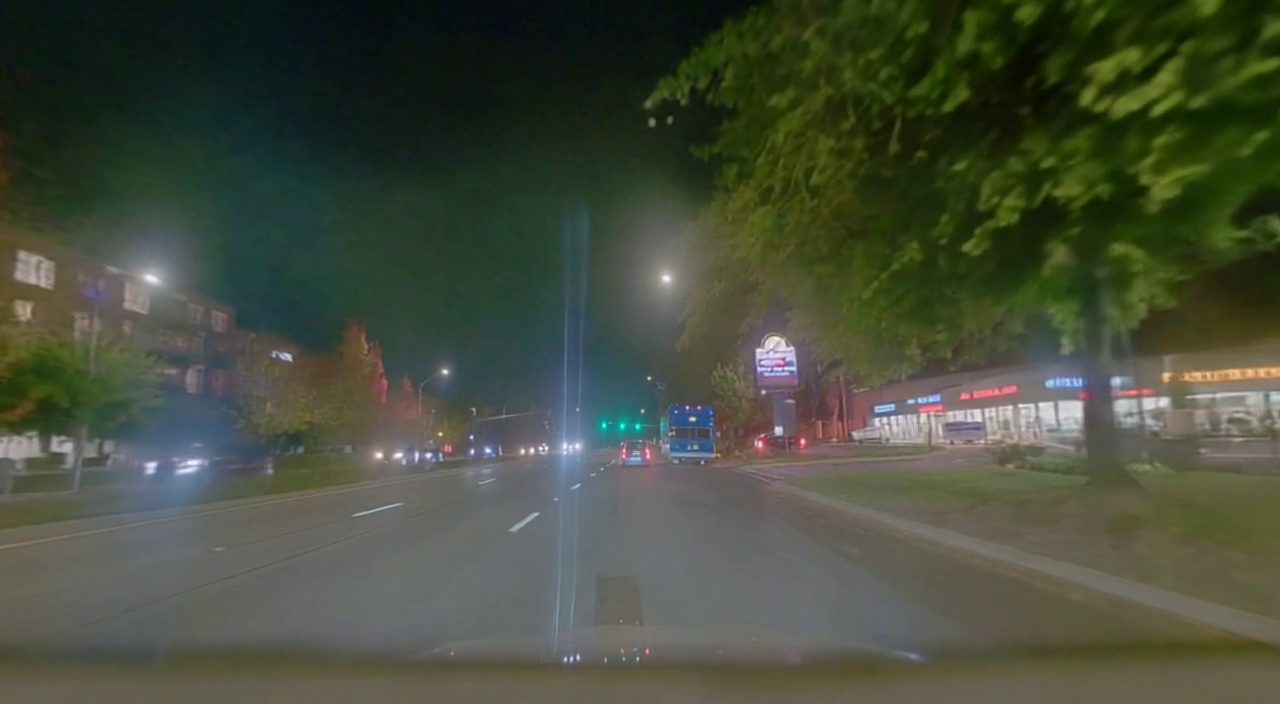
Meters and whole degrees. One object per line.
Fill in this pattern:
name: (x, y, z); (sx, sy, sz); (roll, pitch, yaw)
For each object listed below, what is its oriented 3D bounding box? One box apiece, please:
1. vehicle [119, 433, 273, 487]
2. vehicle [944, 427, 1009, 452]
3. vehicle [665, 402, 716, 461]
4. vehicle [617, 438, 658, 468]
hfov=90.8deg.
vehicle: (-15.233, 3.720, 22.093); (2.041, 1.685, 4.571); (0, -9, 0)
vehicle: (24.611, 6.339, 46.133); (4.430, 1.659, 1.905); (3, -8, -28)
vehicle: (3.542, 5.929, 46.425); (2.896, 3.921, 8.415); (0, -9, -1)
vehicle: (-0.184, 5.544, 34.729); (2.103, 1.506, 4.742); (0, -9, -2)
